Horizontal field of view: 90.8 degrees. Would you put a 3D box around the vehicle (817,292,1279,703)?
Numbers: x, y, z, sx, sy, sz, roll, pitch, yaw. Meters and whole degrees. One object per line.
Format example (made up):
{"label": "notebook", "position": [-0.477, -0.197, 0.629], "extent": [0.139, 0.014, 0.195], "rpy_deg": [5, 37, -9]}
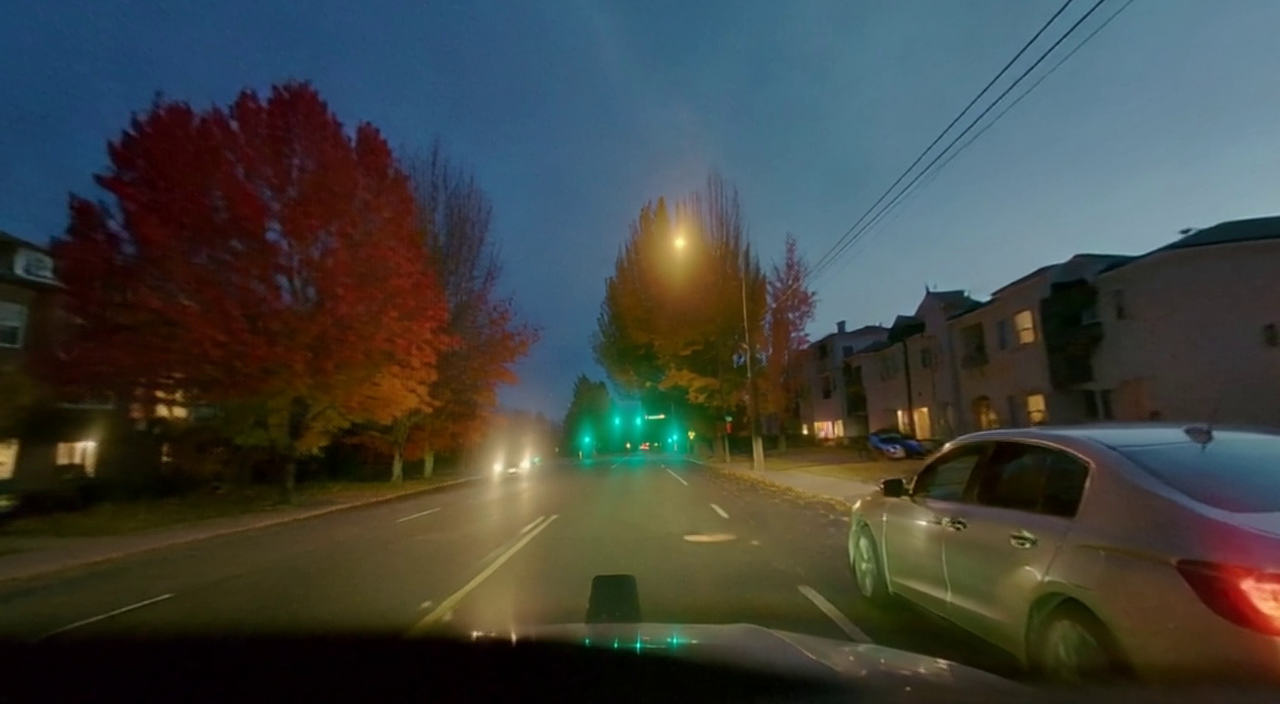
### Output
{"label": "vehicle", "position": [2.980, 1.046, 4.024], "extent": [2.224, 1.791, 4.834], "rpy_deg": [0, -9, -1]}

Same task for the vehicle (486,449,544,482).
{"label": "vehicle", "position": [-6.305, 5.756, 32.374], "extent": [2.031, 1.521, 4.538], "rpy_deg": [-1, -9, 1]}
